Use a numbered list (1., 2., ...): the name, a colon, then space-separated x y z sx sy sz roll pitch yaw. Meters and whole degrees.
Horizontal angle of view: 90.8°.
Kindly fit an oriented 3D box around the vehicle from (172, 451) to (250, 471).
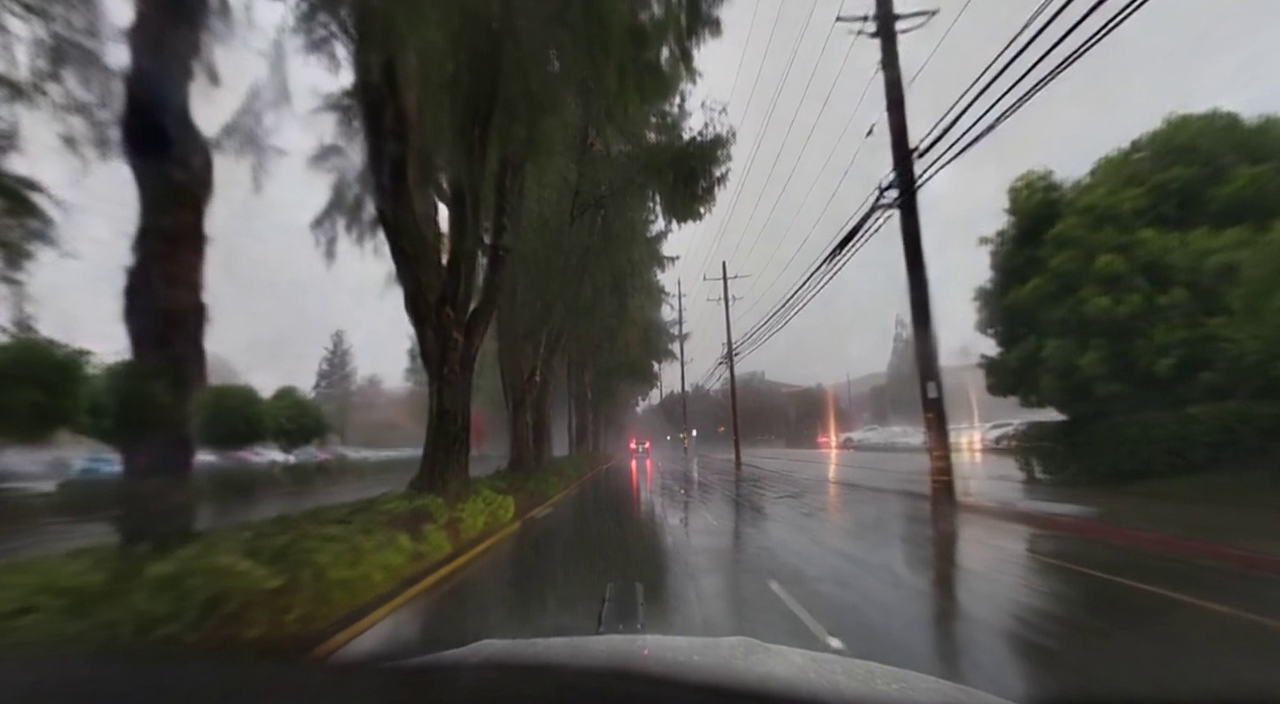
1. vehicle: -33.528 8.518 49.464 4.557 1.493 2.049 0 -8 0

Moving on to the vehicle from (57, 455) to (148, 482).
1. vehicle: -33.540 7.247 39.480 3.967 1.373 1.853 -3 -7 -1

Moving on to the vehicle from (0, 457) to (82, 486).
1. vehicle: -33.678 6.542 34.692 4.445 1.440 1.890 -1 -9 5
